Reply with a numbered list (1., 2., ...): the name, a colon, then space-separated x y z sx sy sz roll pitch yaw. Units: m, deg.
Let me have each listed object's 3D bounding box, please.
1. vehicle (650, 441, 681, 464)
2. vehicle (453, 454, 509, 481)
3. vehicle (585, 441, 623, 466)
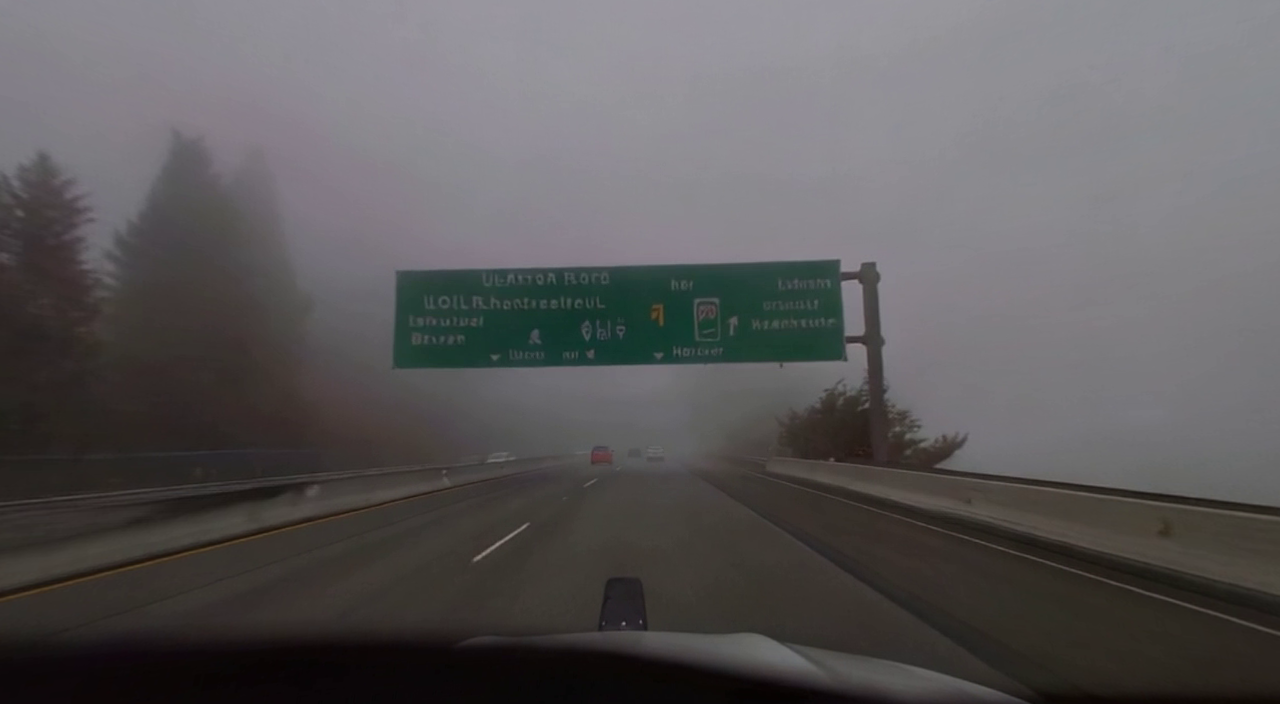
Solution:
1. vehicle: 1.780 6.977 43.894 2.077 1.533 3.854 0 -8 3
2. vehicle: -9.665 7.035 38.666 1.977 1.489 4.631 0 -8 4
3. vehicle: -2.232 6.413 39.975 1.985 1.518 3.847 -1 -8 4
